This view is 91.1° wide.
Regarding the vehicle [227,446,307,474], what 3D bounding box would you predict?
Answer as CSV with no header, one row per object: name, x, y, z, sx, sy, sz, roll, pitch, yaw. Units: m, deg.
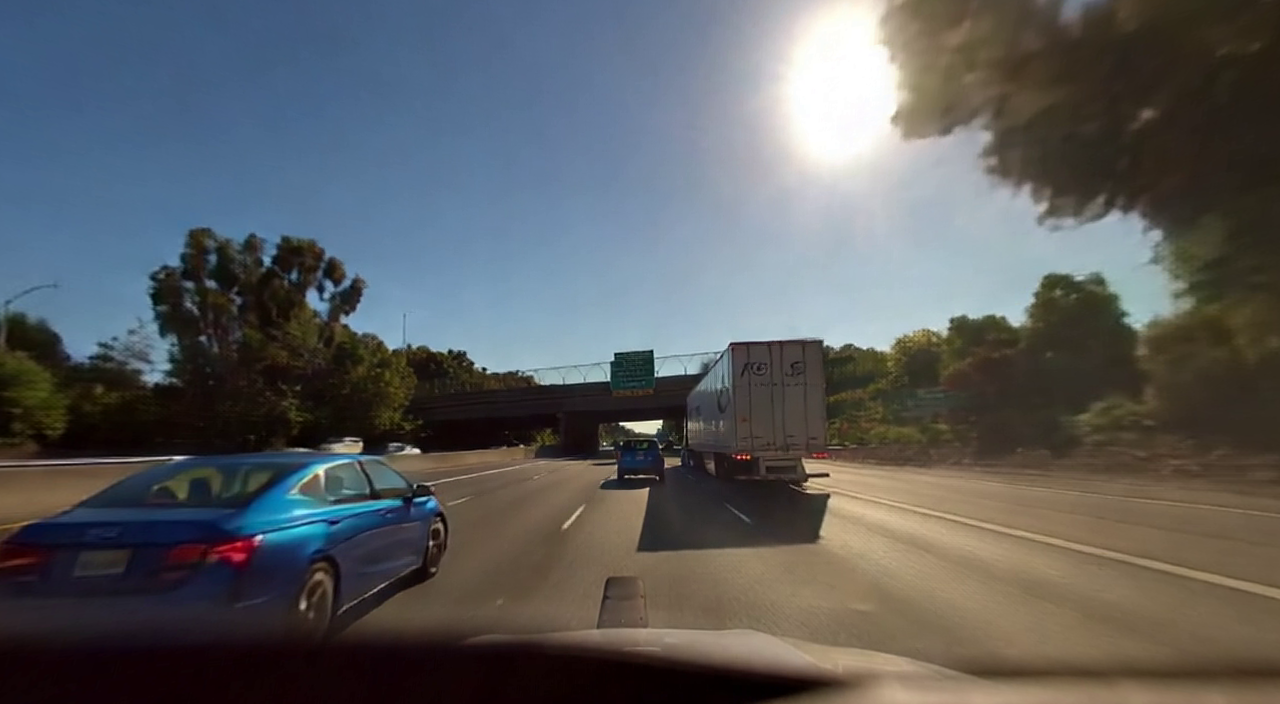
vehicle,-21.699,6.256,36.741,1.887,1.530,4.472,0,-8,1

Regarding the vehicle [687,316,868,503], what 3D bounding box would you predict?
vehicle,3.581,2.399,21.766,2.909,4.135,15.820,0,-9,1

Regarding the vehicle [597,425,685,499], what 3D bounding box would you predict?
vehicle,0.024,2.878,16.811,2.054,1.706,4.201,0,-9,0
